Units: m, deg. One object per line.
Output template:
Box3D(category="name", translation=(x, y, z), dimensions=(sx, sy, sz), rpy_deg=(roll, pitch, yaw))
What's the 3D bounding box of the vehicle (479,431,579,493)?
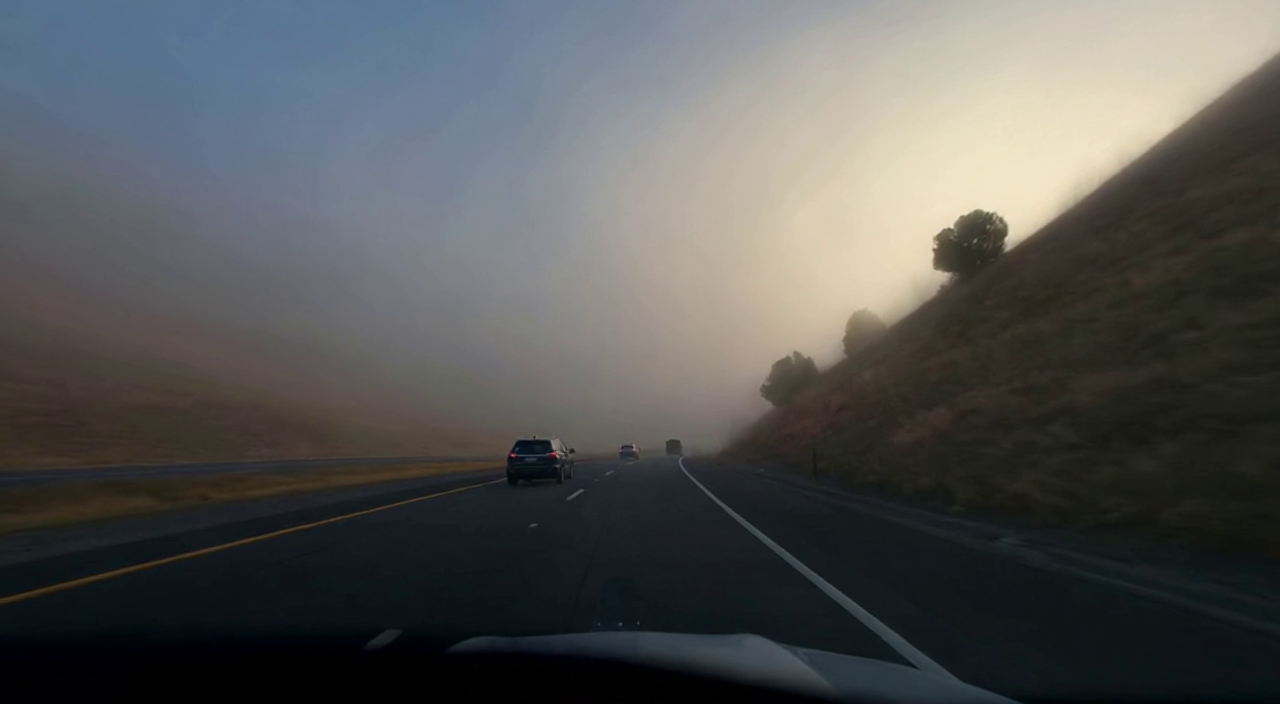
Box3D(category="vehicle", translation=(-3.417, 3.506, 20.491), dimensions=(2.252, 1.743, 4.560), rpy_deg=(0, -9, 2))
